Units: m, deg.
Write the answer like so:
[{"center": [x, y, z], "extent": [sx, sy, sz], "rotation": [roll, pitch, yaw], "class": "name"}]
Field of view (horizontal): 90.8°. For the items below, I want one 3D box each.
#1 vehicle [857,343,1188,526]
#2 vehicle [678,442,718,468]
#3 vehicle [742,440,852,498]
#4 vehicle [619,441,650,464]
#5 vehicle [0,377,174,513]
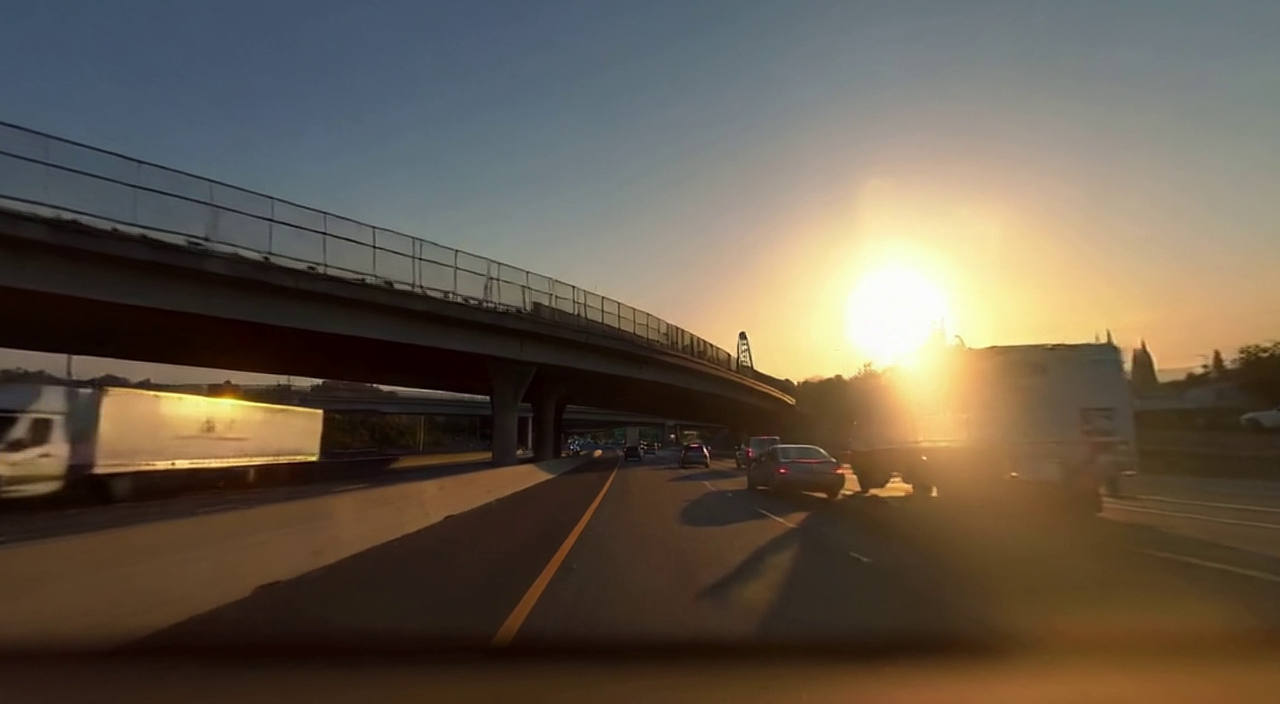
[{"center": [8.031, 1.990, 14.912], "extent": [2.866, 3.233, 7.345], "rotation": [1, -9, -3], "class": "vehicle"}, {"center": [3.779, 6.807, 42.026], "extent": [2.005, 1.585, 4.863], "rotation": [0, -8, -2], "class": "vehicle"}, {"center": [4.353, 3.300, 18.303], "extent": [1.971, 1.453, 4.414], "rotation": [0, -8, -1], "class": "vehicle"}, {"center": [-0.466, 7.832, 49.331], "extent": [2.256, 1.743, 4.189], "rotation": [0, -8, -1], "class": "vehicle"}, {"center": [-20.480, 3.148, 21.351], "extent": [3.051, 3.996, 8.261], "rotation": [0, -8, -1], "class": "vehicle"}]
